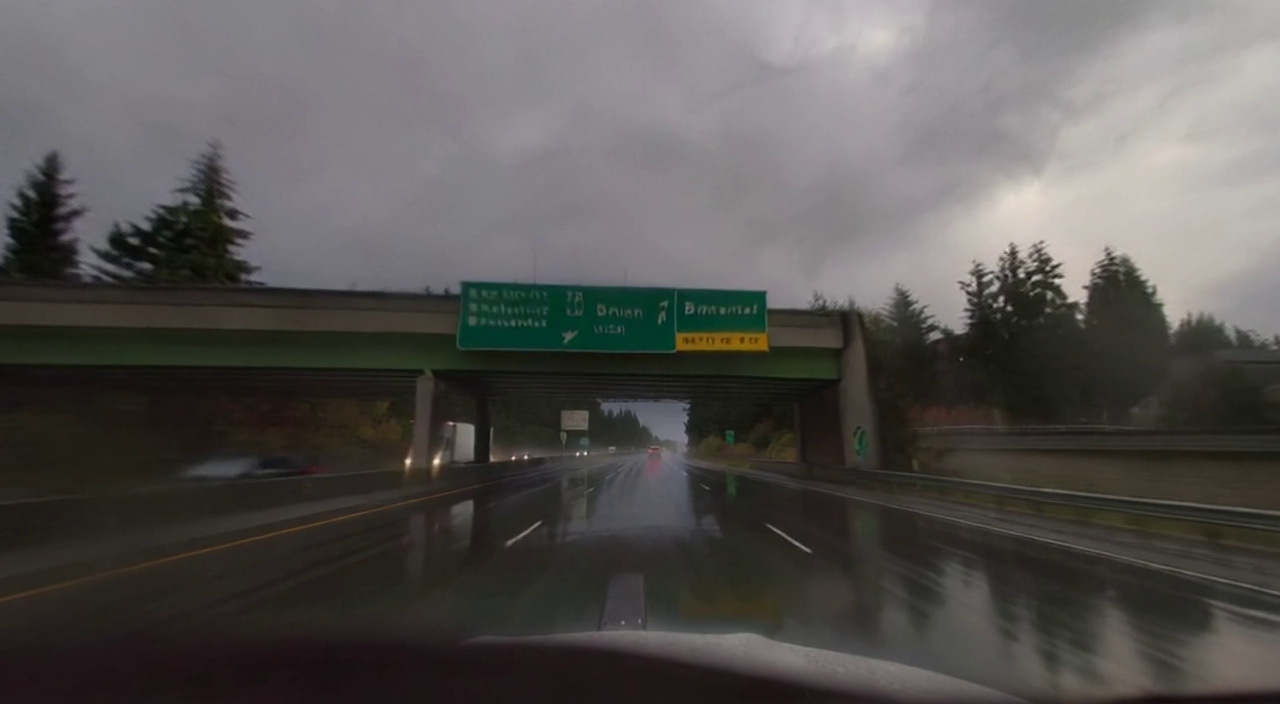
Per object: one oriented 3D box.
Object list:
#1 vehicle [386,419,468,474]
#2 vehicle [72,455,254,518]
[{"bbox_3d":[-16.459,7.455,49.643,2.898,3.875,9.397,0,-9,1],"label":"vehicle"},{"bbox_3d":[-12.751,3.584,17.226,1.868,1.451,3.891,0,-9,1],"label":"vehicle"}]
